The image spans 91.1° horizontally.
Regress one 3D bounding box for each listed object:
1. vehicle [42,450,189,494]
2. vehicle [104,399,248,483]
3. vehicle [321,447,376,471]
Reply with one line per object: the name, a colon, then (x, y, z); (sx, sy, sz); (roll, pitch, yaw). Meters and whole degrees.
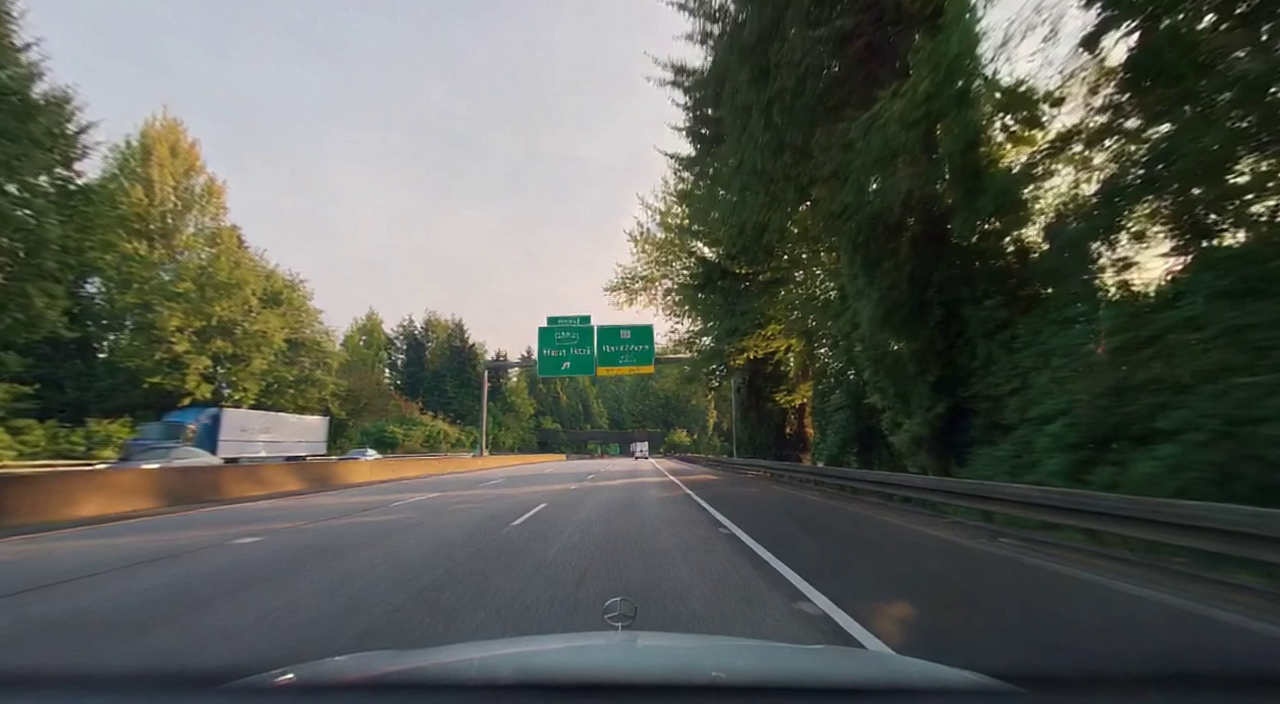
vehicle: (-20.208, 4.604, 24.540); (1.815, 1.487, 4.560); (0, -9, 0)
vehicle: (-24.286, 4.766, 33.383); (2.911, 4.004, 5.906); (-1, -9, 0)
vehicle: (-20.291, 7.457, 43.987); (1.872, 1.573, 4.165); (0, -9, 0)
